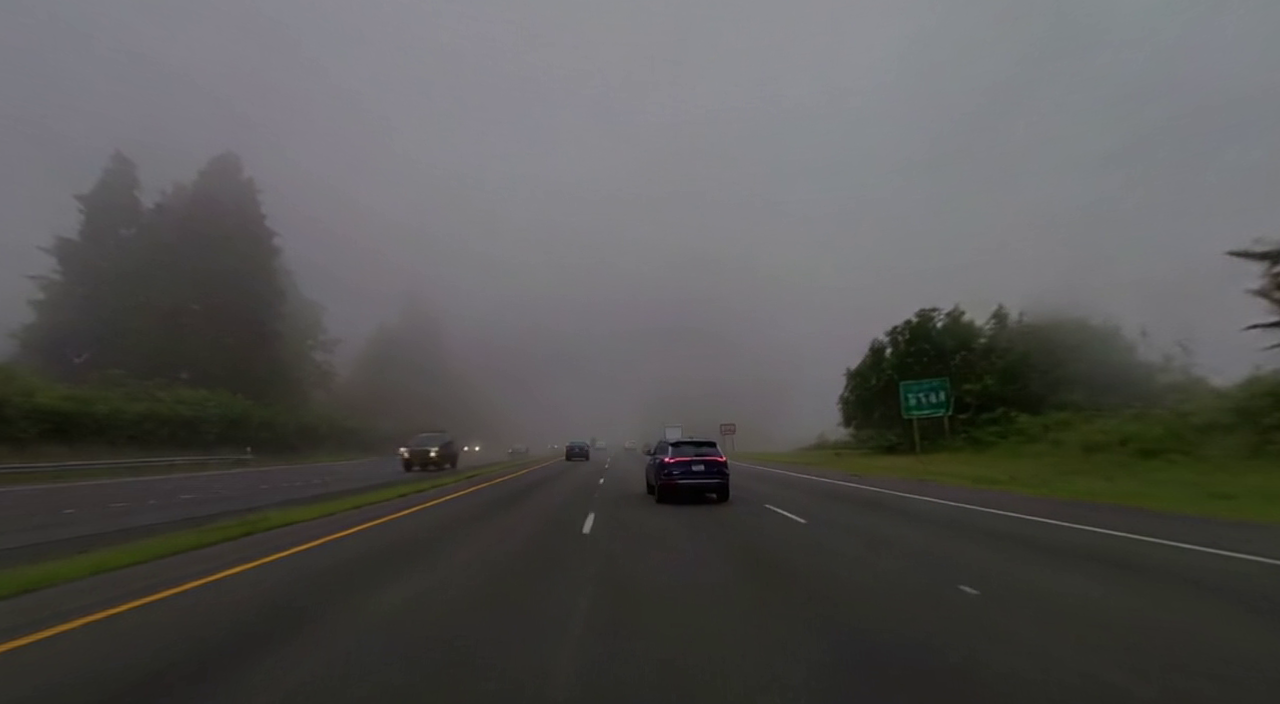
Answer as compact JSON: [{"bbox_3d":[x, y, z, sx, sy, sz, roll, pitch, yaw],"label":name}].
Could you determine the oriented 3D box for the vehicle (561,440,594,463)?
[{"bbox_3d":[-4.252,6.851,43.699,2.055,1.466,4.317,0,-8,-3],"label":"vehicle"}]

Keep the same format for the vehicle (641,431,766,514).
[{"bbox_3d":[1.181,2.548,14.054,1.961,1.495,4.743,1,-8,-4],"label":"vehicle"}]

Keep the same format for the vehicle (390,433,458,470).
[{"bbox_3d":[-11.569,5.337,34.174,2.083,1.845,5.012,0,-8,-2],"label":"vehicle"}]
